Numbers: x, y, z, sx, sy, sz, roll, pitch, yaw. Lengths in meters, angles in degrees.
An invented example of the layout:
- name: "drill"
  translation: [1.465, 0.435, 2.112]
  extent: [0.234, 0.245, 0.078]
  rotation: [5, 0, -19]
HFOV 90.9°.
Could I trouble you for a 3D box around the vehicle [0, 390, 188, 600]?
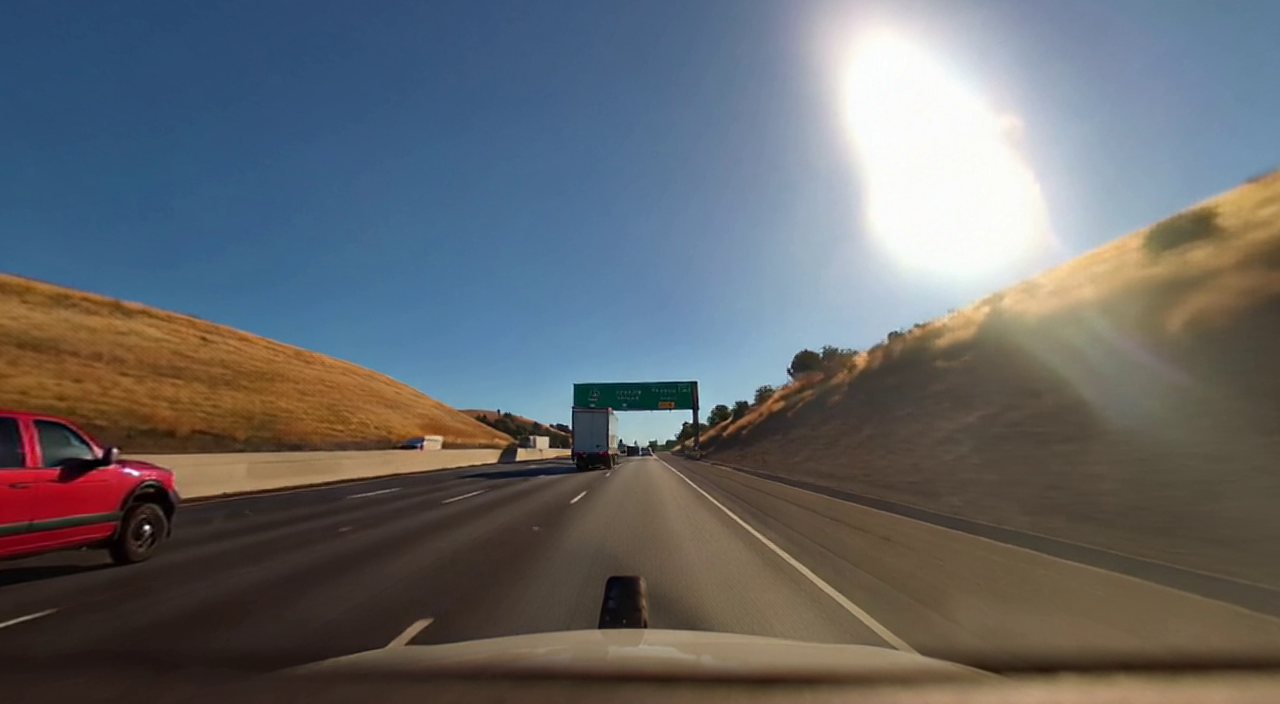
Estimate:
- name: "vehicle"
  translation: [-6.800, 1.219, 5.224]
  extent: [2.175, 1.860, 5.236]
  rotation: [0, -8, 1]
